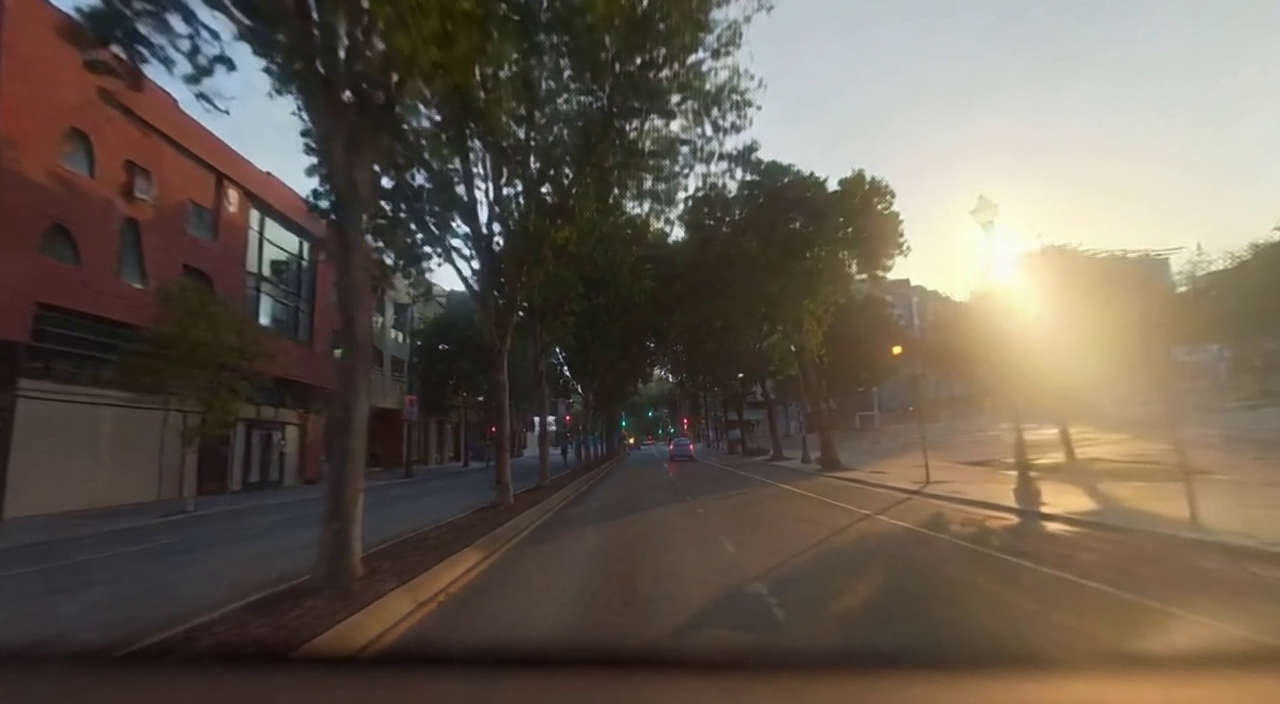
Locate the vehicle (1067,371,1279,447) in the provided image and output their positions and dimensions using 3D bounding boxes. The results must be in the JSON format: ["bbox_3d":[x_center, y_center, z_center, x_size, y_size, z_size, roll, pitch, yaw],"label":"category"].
[{"bbox_3d":[18.200,1.933,21.533,5.640,2.310,2.101,2,-5,4],"label":"vehicle"}]

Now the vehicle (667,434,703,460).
[{"bbox_3d":[3.015,6.509,43.276,2.129,1.719,4.205,0,-8,0],"label":"vehicle"}]
